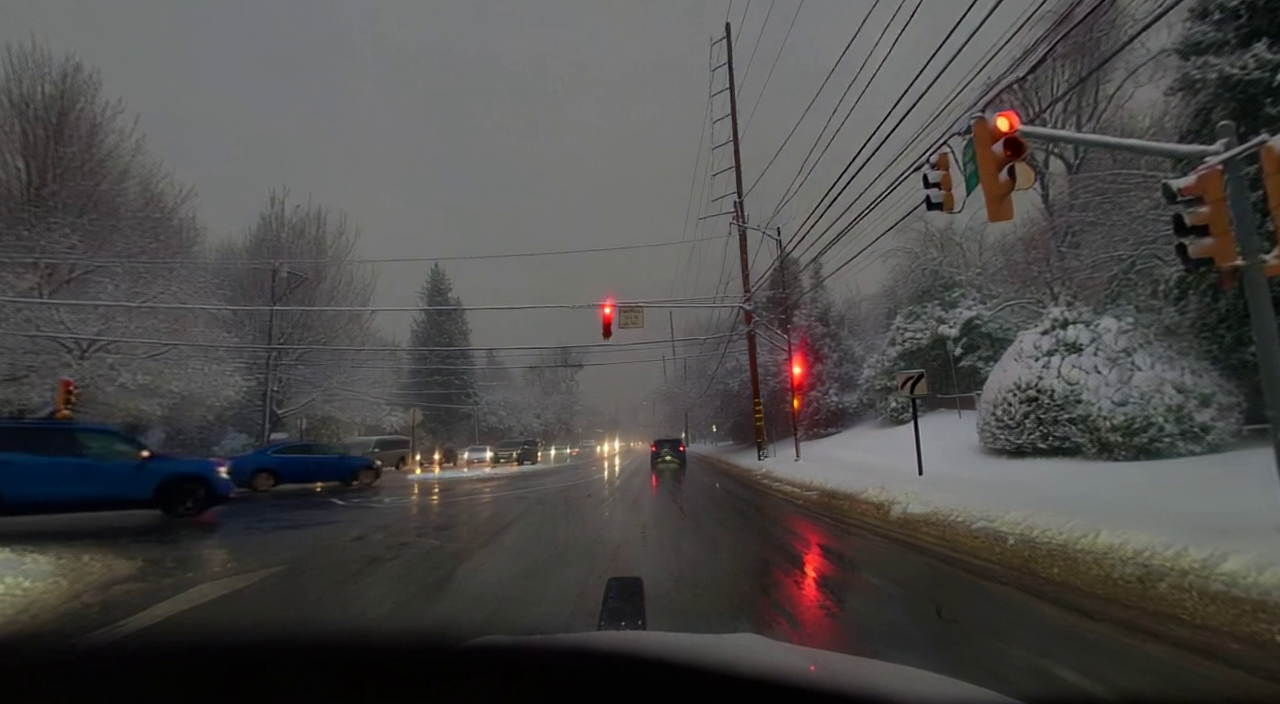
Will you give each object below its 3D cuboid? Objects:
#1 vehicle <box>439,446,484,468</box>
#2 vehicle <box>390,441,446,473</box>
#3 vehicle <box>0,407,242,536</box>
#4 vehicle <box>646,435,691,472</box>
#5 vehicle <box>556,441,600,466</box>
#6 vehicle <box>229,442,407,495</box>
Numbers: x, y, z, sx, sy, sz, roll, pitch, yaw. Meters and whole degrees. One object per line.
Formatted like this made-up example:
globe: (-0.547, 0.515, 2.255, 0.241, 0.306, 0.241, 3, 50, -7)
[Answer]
vehicle: (-12.685, 7.477, 44.937, 1.841, 1.477, 4.485, -1, -8, 1)
vehicle: (-13.228, 6.299, 37.626, 1.772, 1.647, 4.221, -4, -9, 0)
vehicle: (-10.475, 2.009, 10.806, 5.930, 1.986, 2.137, 5, -10, -30)
vehicle: (1.516, 5.090, 31.652, 2.051, 1.666, 4.607, -1, -9, 5)
vehicle: (-3.874, 6.500, 40.267, 1.904, 1.482, 4.603, -1, -8, 6)
vehicle: (-9.919, 3.567, 19.662, 1.846, 1.446, 4.531, -8, -11, 40)
